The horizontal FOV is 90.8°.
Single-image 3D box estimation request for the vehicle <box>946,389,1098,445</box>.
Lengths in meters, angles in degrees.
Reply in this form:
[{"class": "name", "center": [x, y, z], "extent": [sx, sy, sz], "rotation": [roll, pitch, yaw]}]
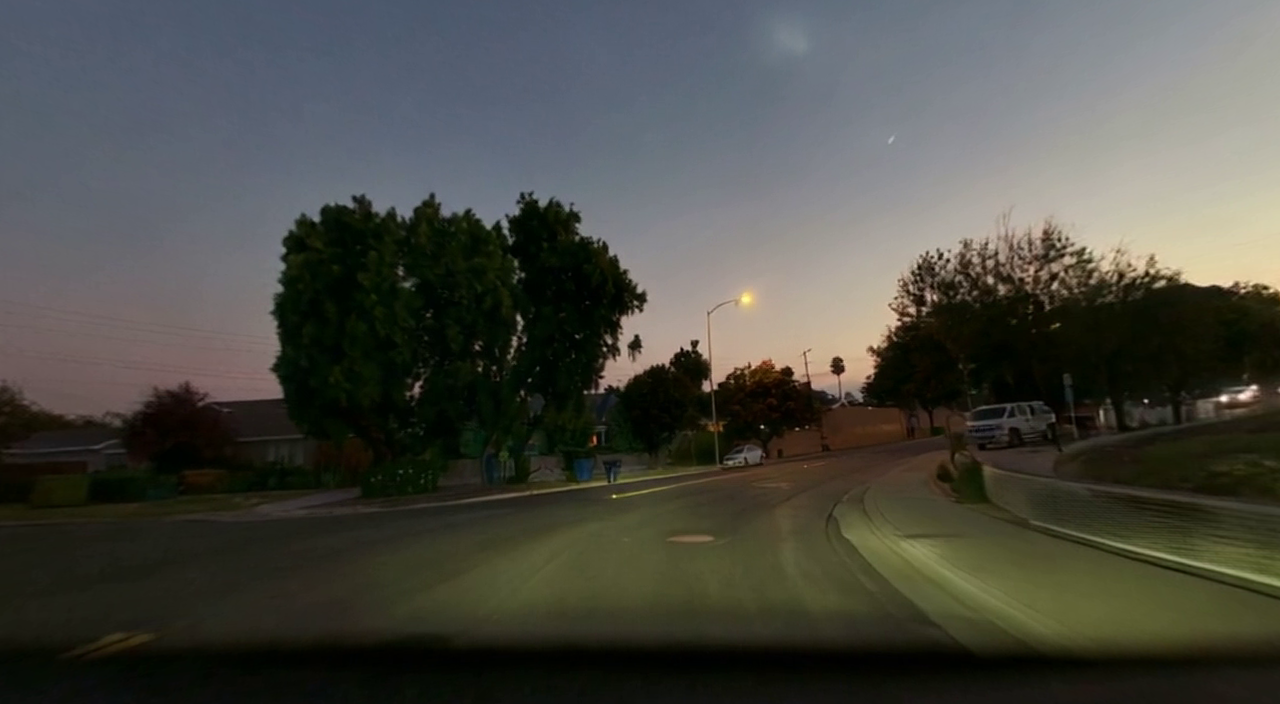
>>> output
[{"class": "vehicle", "center": [16.053, 2.856, 26.774], "extent": [5.011, 2.014, 2.056], "rotation": [-9, -13, 42]}]
